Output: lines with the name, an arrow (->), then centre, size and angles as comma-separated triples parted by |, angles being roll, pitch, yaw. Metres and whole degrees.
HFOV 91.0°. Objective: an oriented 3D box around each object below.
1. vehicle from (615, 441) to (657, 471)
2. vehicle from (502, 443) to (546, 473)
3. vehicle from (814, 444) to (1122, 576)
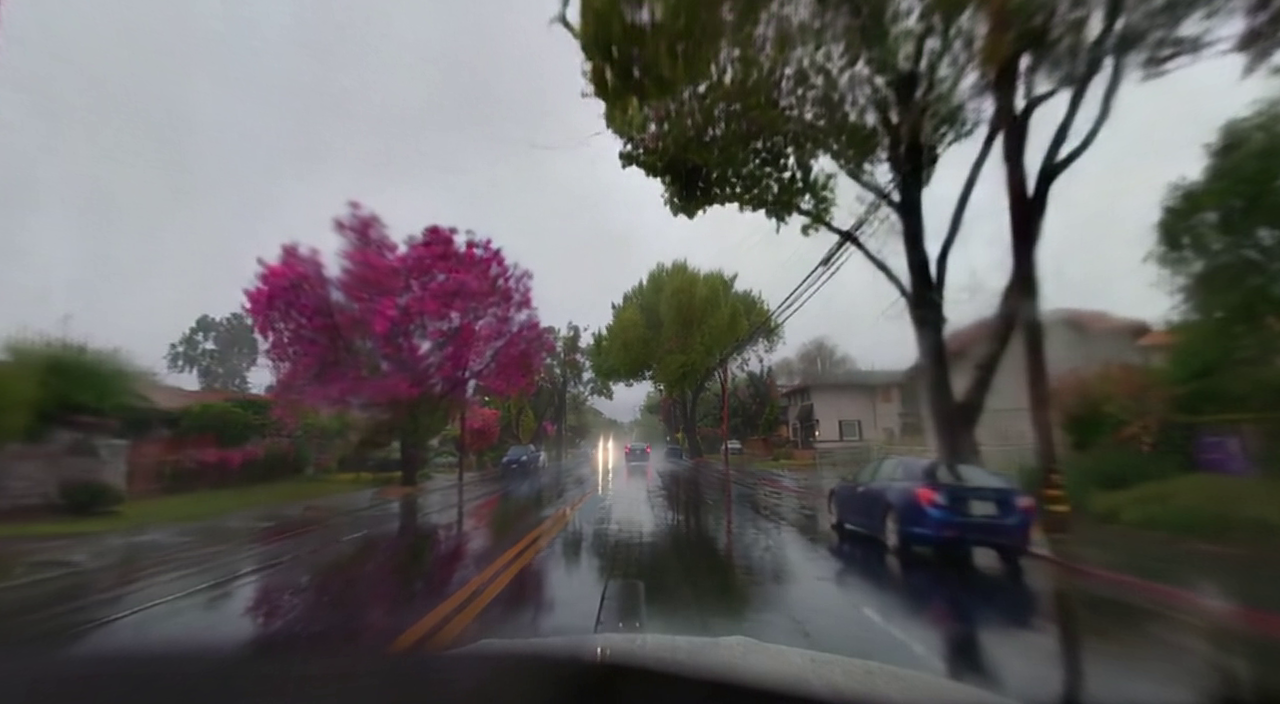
vehicle -> -0.236, 5.607, 34.149 | 2.104, 1.500, 3.815 | 0, -8, -1
vehicle -> -7.649, 7.048, 41.739 | 2.022, 1.795, 4.337 | -3, -10, 1
vehicle -> 4.464, 2.181, 9.793 | 1.977, 1.481, 5.155 | 0, -8, -1
